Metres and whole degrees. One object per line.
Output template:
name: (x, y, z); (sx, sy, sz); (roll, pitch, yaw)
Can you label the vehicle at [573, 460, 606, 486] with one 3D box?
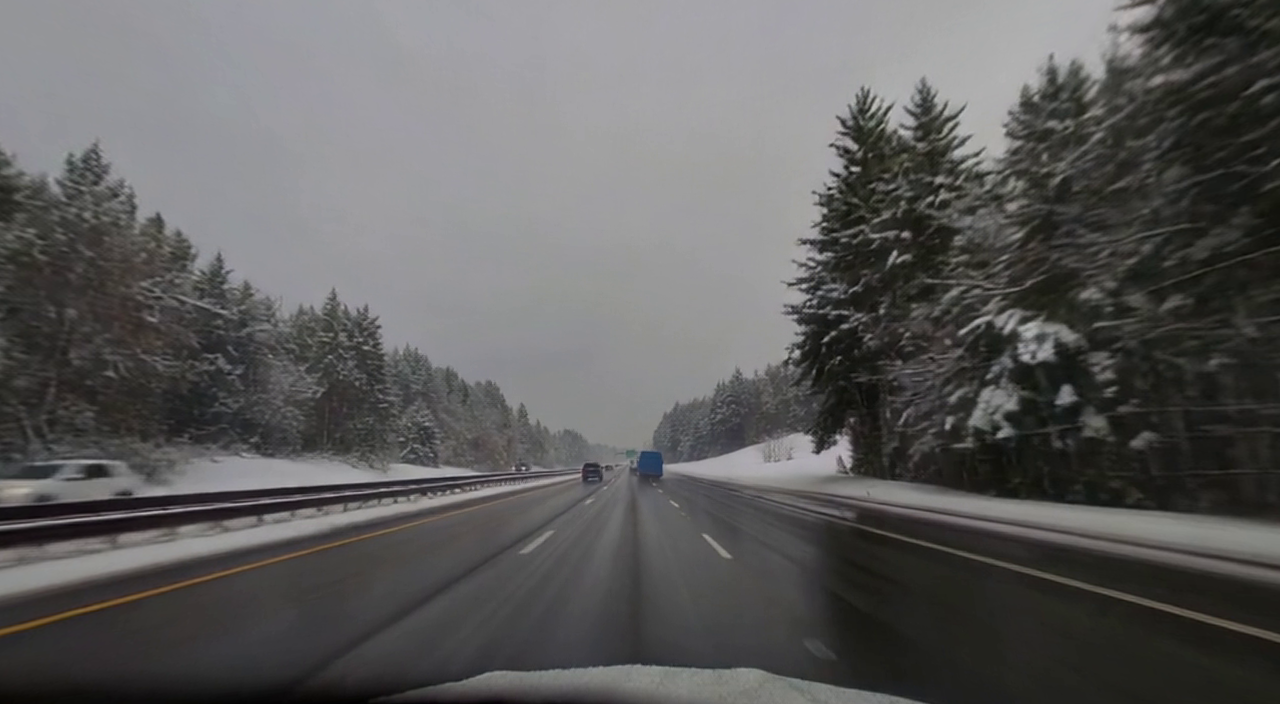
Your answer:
vehicle: (-3.747, 9.124, 47.614); (2.132, 1.805, 4.257); (1, -11, 0)
